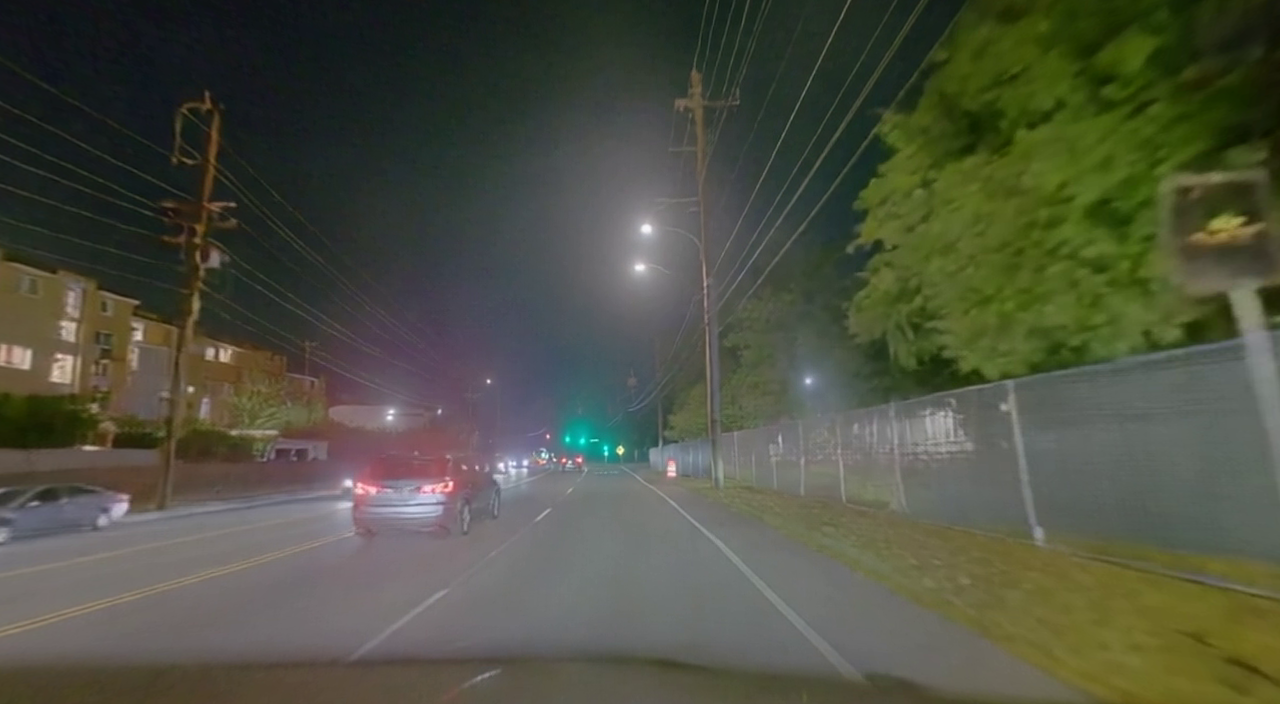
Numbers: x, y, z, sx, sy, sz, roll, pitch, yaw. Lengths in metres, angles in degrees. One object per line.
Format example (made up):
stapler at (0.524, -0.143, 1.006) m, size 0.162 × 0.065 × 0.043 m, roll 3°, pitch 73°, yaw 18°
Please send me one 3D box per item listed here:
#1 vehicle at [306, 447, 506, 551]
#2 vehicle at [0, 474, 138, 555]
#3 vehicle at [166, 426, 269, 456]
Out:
vehicle at (-3.896, 2.505, 11.492) m, size 2.020 × 1.489 × 4.469 m, roll 1°, pitch -9°, yaw -1°
vehicle at (-14.343, 3.648, 14.391) m, size 1.950 × 1.516 × 4.704 m, roll 1°, pitch -9°, yaw -2°
vehicle at (-25.780, 5.490, 38.575) m, size 4.635 × 1.737 × 2.146 m, roll 1°, pitch -9°, yaw -6°
